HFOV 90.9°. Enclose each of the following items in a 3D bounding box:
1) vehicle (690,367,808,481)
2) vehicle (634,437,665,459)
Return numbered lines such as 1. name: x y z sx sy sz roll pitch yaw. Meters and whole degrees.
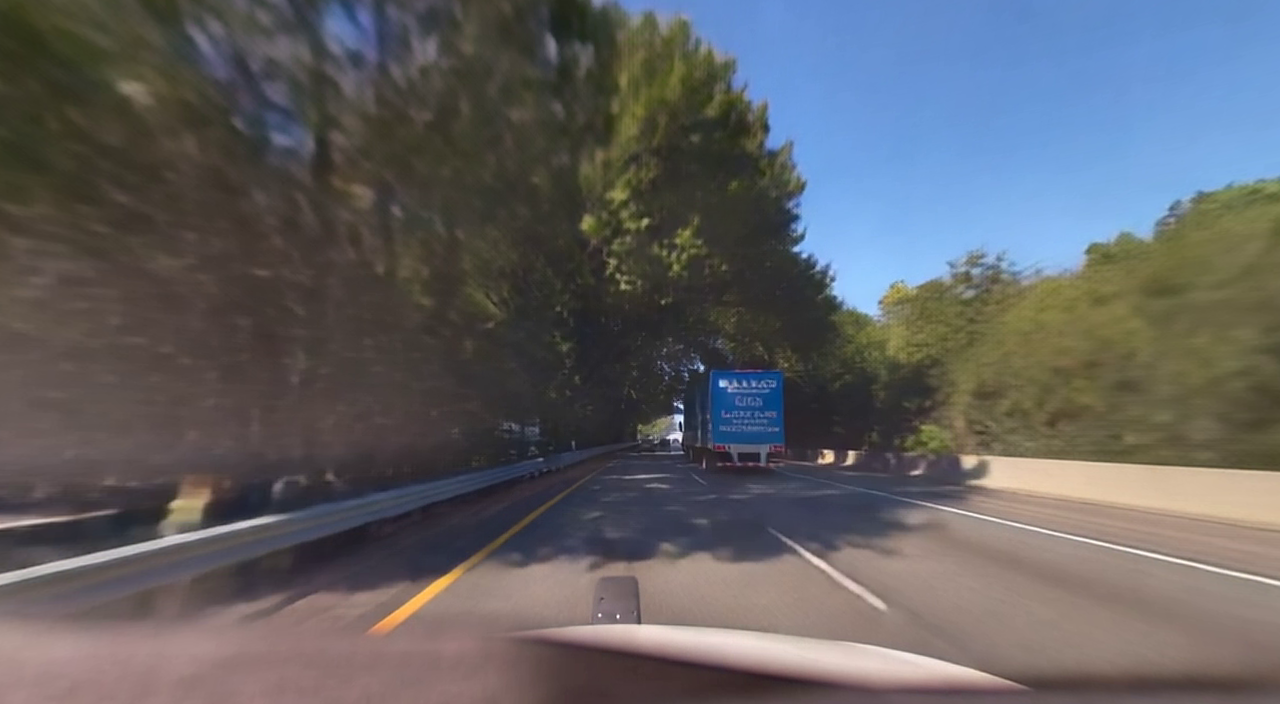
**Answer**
1. vehicle: 4.410 3.455 29.381 3.171 4.072 13.784 0 -8 0
2. vehicle: 0.713 7.079 46.650 2.209 1.499 4.144 0 -8 1
